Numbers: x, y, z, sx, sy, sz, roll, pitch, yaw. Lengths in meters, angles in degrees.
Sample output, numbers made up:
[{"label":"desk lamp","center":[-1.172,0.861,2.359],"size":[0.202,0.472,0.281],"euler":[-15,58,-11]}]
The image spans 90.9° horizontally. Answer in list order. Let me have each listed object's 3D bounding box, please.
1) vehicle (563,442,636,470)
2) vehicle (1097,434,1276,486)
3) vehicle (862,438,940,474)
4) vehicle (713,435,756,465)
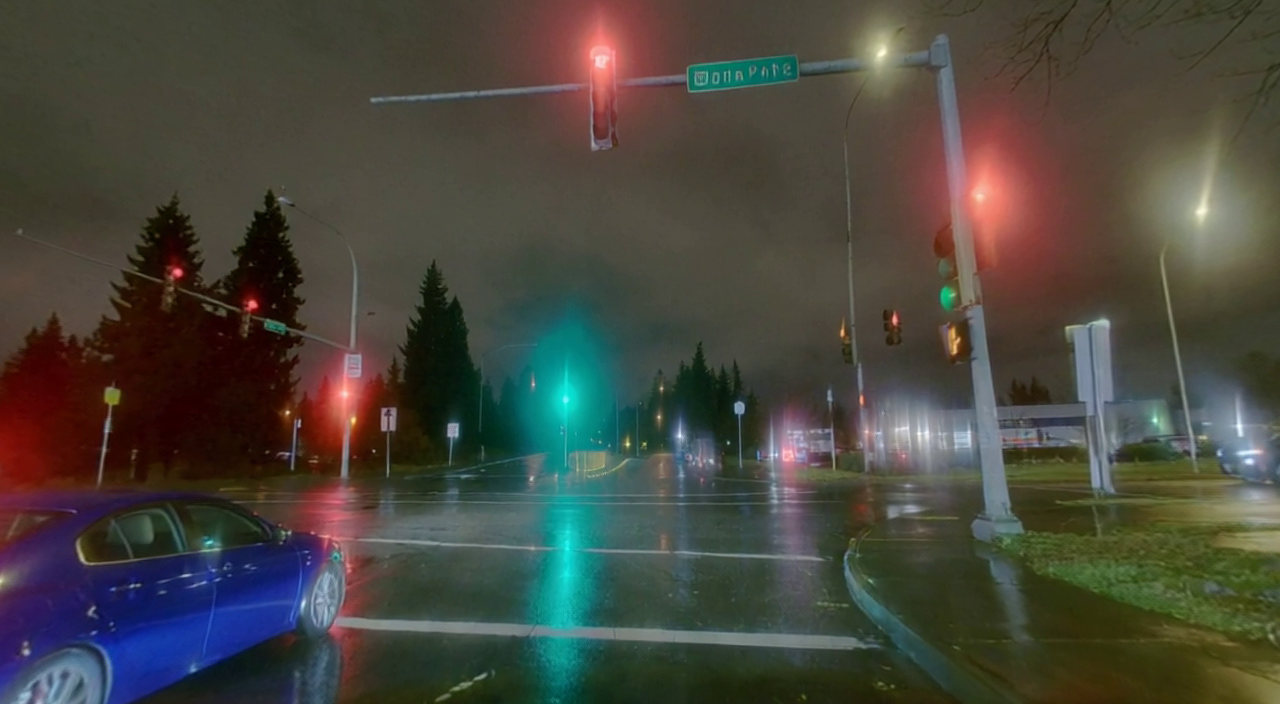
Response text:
[{"label":"vehicle","center":[-2.436,6.151,37.552],"size":[3.991,1.526,1.868],"euler":[-4,-9,30]},{"label":"vehicle","center":[16.796,3.321,19.517],"size":[3.876,1.512,1.784],"euler":[0,-8,-1]},{"label":"vehicle","center":[12.394,5.035,30.248],"size":[1.922,1.529,3.964],"euler":[0,-12,-1]},{"label":"vehicle","center":[6.917,7.150,46.186],"size":[1.491,2.041,2.964],"euler":[6,-9,-34]}]
